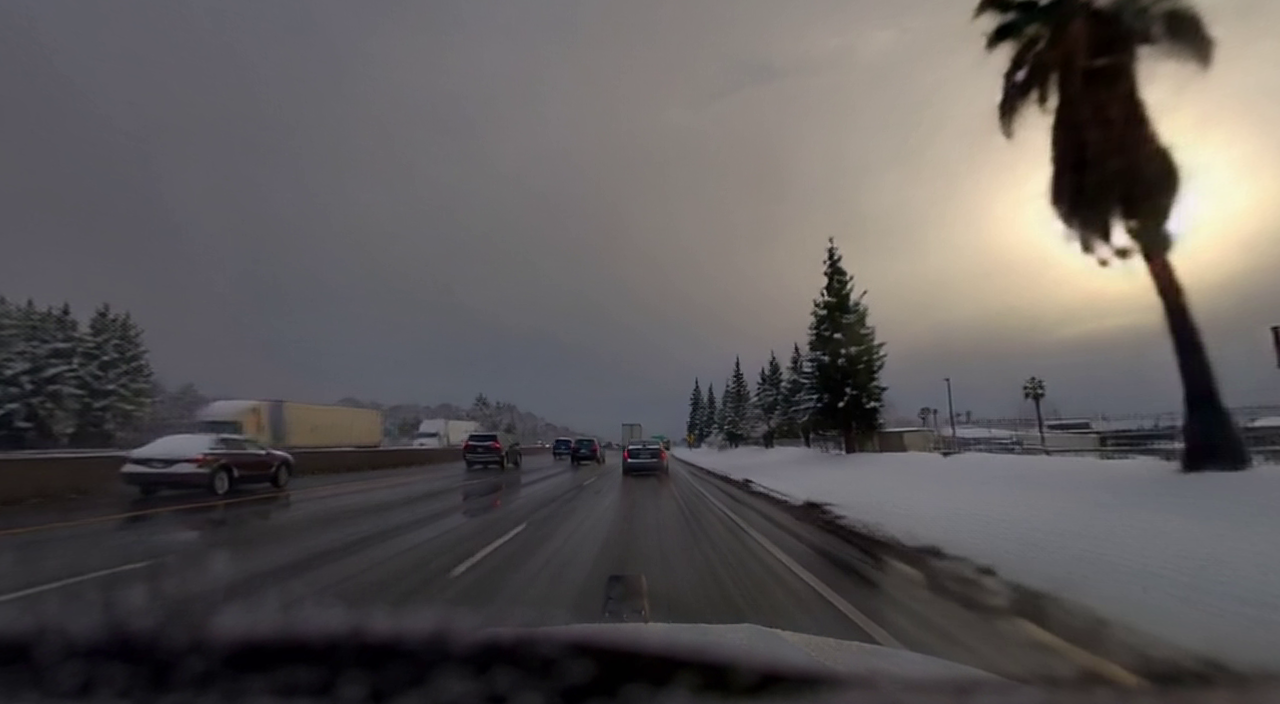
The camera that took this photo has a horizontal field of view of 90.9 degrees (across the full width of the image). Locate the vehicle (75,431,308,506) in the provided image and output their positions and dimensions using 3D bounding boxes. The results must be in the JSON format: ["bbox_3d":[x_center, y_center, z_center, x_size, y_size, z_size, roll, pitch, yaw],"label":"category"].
[{"bbox_3d":[-10.482,2.747,15.407,1.910,1.501,5.004,0,-8,2],"label":"vehicle"}]

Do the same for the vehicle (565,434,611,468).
[{"bbox_3d":[-2.946,5.748,36.715,2.108,1.832,4.549,0,-8,2],"label":"vehicle"}]

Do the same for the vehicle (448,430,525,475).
[{"bbox_3d":[-6.629,4.415,27.855,2.105,1.790,4.689,0,-8,2],"label":"vehicle"}]

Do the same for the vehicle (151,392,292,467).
[{"bbox_3d":[-23.688,4.548,36.322,3.071,3.895,6.904,0,-8,2],"label":"vehicle"}]

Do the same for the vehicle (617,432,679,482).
[{"bbox_3d":[0.308,3.932,23.863,2.136,1.678,4.052,0,-8,1],"label":"vehicle"}]
